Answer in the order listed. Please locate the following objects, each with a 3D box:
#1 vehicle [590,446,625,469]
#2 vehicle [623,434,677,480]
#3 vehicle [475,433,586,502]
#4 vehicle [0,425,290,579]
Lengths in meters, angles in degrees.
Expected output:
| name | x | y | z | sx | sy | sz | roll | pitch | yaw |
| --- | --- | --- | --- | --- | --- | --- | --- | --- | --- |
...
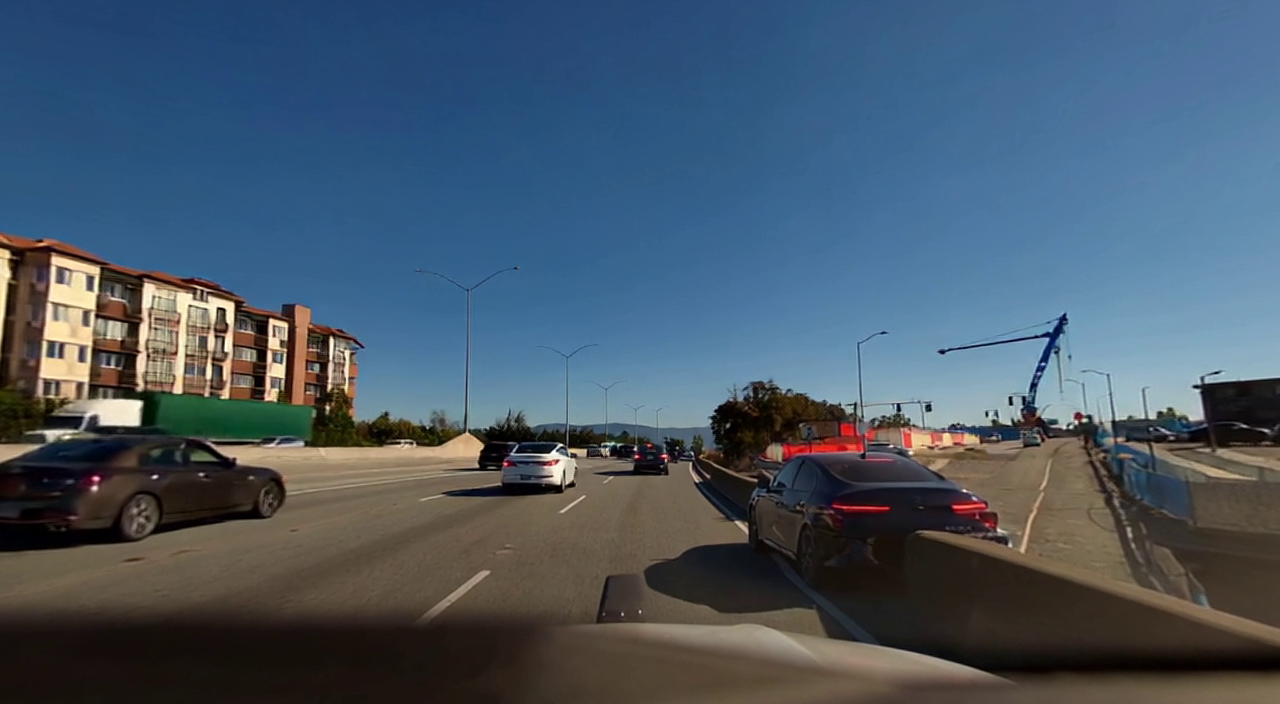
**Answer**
| name | x | y | z | sx | sy | sz | roll | pitch | yaw |
| --- | --- | --- | --- | --- | --- | --- | --- | --- | --- |
| vehicle | -2.210 | 7.358 | 44.034 | 2.029 | 1.497 | 3.960 | 0 | -9 | 4 |
| vehicle | 0.465 | 4.477 | 27.045 | 2.116 | 1.763 | 4.352 | 0 | -9 | 2 |
| vehicle | -2.880 | 3.172 | 17.739 | 2.109 | 1.657 | 4.554 | 0 | -9 | 2 |
| vehicle | -7.011 | 1.801 | 8.458 | 1.959 | 1.486 | 4.460 | 0 | -9 | 1 |
